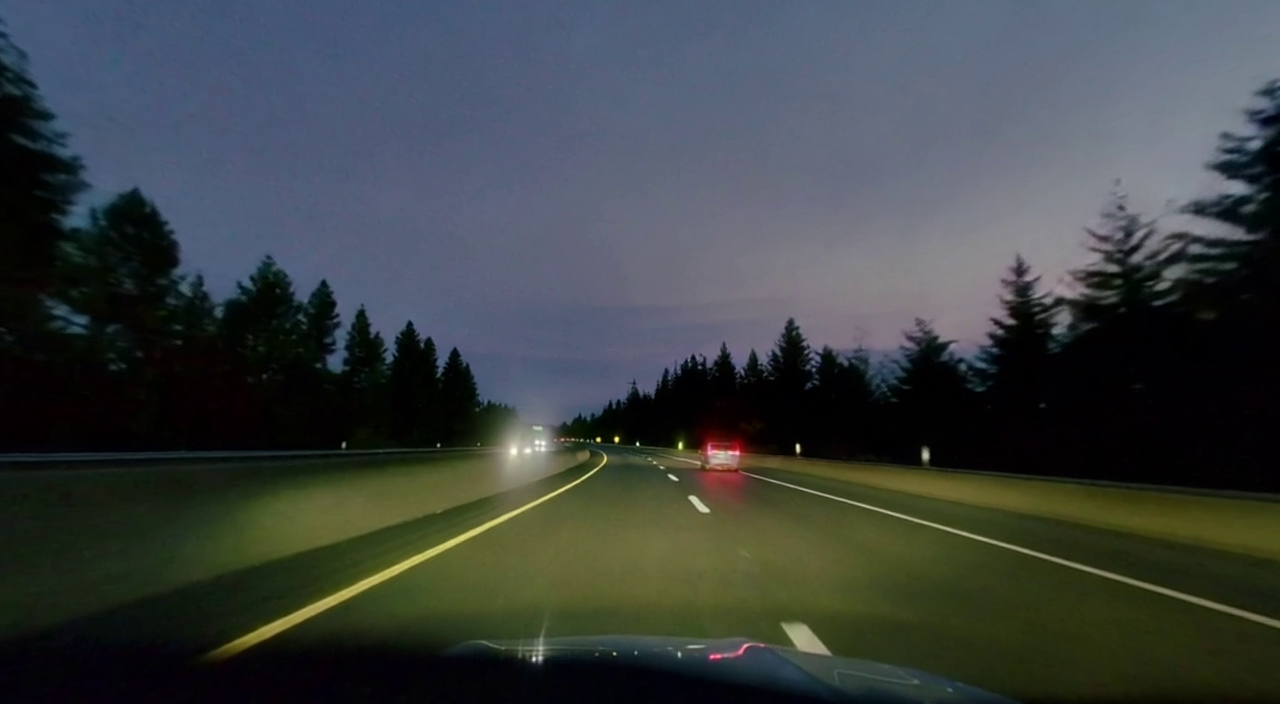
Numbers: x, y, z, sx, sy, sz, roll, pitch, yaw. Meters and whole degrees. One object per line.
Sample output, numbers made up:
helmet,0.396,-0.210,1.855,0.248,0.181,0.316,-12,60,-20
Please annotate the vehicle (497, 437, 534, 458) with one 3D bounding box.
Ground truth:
vehicle,-9.148,7.046,46.614,1.866,1.493,3.855,0,-8,1

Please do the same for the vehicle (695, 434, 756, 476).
vehicle,3.771,4.646,28.540,2.079,1.729,4.380,0,-8,-1
